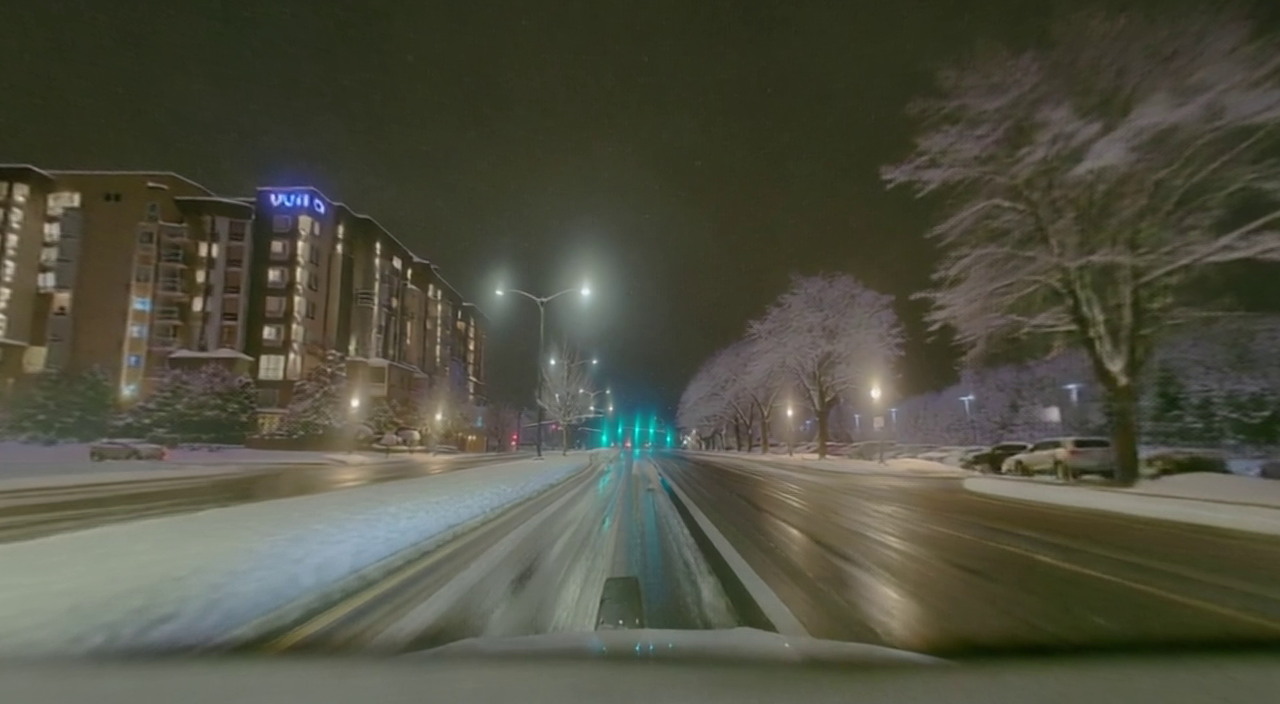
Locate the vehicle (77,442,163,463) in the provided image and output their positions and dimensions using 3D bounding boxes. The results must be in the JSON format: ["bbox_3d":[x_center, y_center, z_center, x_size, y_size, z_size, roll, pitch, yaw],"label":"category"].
[{"bbox_3d":[-37.183,7.179,45.256,4.369,1.465,1.900,1,-9,-5],"label":"vehicle"}]

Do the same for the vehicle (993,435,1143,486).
[{"bbox_3d":[15.586,3.956,23.408,2.006,1.683,4.643,0,-9,-4],"label":"vehicle"}]

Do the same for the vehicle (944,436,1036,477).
[{"bbox_3d":[15.971,4.778,29.110,1.950,1.704,4.518,-1,-9,5],"label":"vehicle"}]
